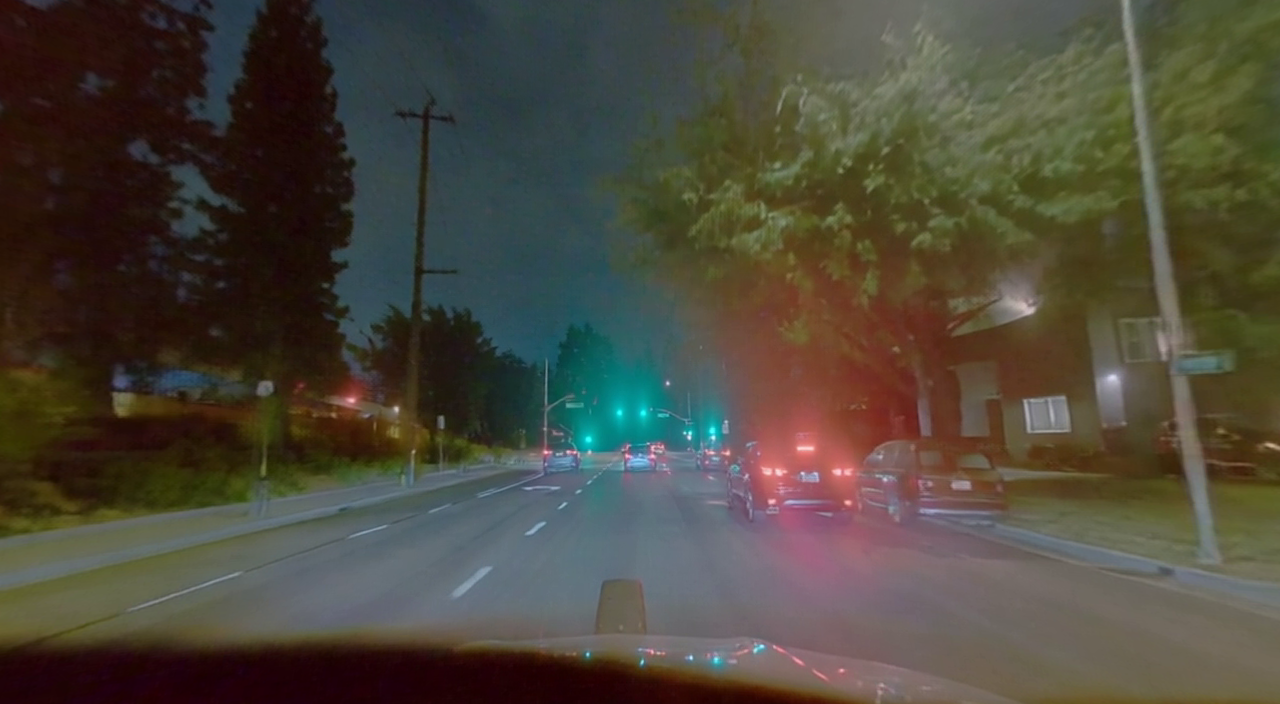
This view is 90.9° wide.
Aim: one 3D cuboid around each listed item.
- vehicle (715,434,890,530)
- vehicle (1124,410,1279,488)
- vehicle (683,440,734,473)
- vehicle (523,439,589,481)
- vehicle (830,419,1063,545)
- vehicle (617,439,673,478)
[{"bbox_3d":[2.812,2.367,12.145,2.158,1.483,4.415,0,-8,-1],"label":"vehicle"},{"bbox_3d":[16.470,2.623,16.927,2.478,1.836,5.409,0,-10,-2],"label":"vehicle"},{"bbox_3d":[3.242,5.044,30.662,1.943,1.484,4.030,0,-8,-1],"label":"vehicle"},{"bbox_3d":[-3.196,4.218,24.886,2.012,1.505,4.205,0,-8,1],"label":"vehicle"},{"bbox_3d":[5.714,2.414,12.608,2.277,1.850,4.717,4,-8,-1],"label":"vehicle"},{"bbox_3d":[0.163,4.300,25.751,2.101,1.467,4.210,0,-8,0],"label":"vehicle"}]
